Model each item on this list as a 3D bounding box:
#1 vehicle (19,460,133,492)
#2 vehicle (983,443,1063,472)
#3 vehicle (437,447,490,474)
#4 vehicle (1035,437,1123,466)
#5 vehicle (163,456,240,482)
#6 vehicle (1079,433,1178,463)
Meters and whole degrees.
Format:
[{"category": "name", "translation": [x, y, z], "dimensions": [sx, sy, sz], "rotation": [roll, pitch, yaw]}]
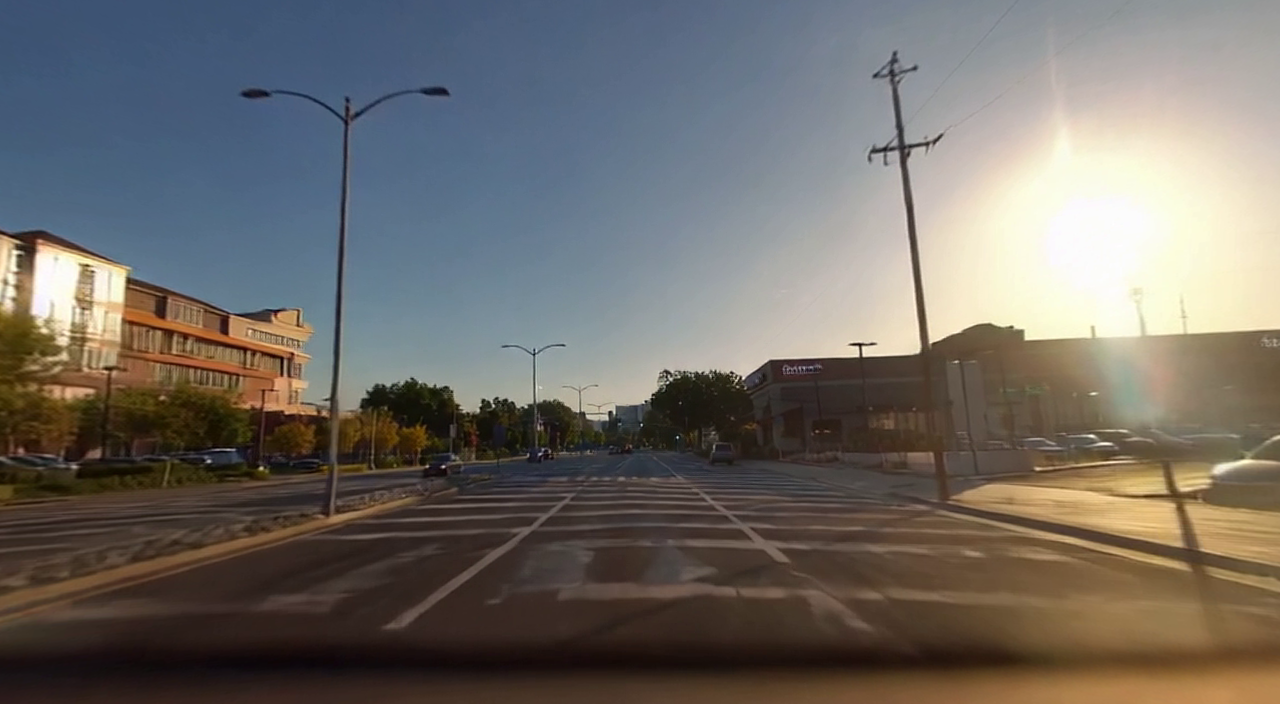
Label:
[{"category": "vehicle", "translation": [-30.707, 6.753, 34.399], "dimensions": [4.400, 1.524, 1.849], "rotation": [6, -11, -37]}, {"category": "vehicle", "translation": [22.943, 6.301, 37.818], "dimensions": [2.025, 1.586, 4.486], "rotation": [-1, -8, 0]}, {"category": "vehicle", "translation": [-12.168, 7.499, 43.662], "dimensions": [2.082, 1.712, 5.122], "rotation": [0, -9, 1]}, {"category": "vehicle", "translation": [25.833, 5.874, 37.141], "dimensions": [1.908, 1.617, 4.452], "rotation": [0, -9, -2]}, {"category": "vehicle", "translation": [-31.052, 8.277, 44.570], "dimensions": [4.351, 1.547, 1.998], "rotation": [3, -11, -34]}, {"category": "vehicle", "translation": [28.392, 5.629, 36.717], "dimensions": [1.898, 1.609, 4.864], "rotation": [0, -9, 0]}]
